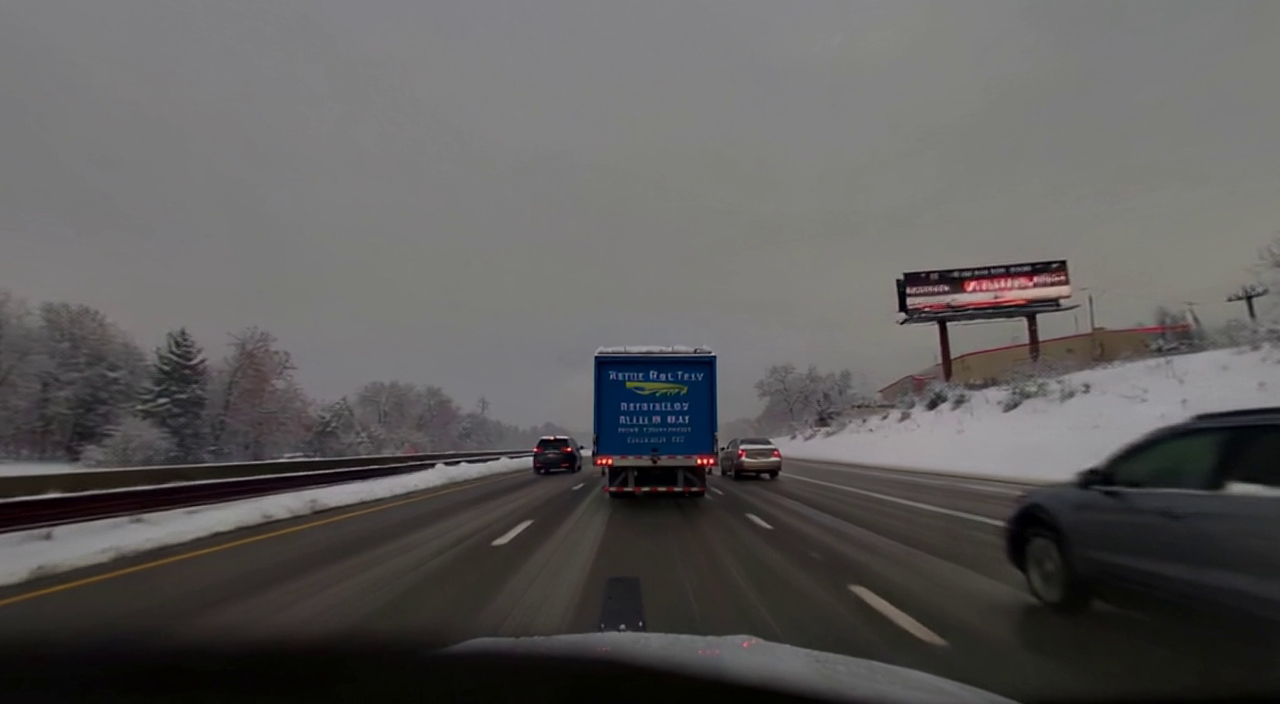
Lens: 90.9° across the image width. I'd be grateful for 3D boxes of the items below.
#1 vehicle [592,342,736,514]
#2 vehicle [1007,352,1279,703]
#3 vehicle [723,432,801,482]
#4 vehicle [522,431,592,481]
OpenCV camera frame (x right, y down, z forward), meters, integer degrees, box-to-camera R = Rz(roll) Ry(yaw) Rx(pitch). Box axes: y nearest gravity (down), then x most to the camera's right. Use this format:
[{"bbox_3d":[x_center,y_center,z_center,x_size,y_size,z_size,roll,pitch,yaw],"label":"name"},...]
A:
[{"bbox_3d":[0.542,2.048,16.470,2.733,3.296,8.571,0,-8,1],"label":"vehicle"},{"bbox_3d":[3.944,0.850,2.826,1.986,1.718,4.296,0,-8,0],"label":"vehicle"},{"bbox_3d":[4.440,3.894,23.709,2.066,1.692,4.339,0,-8,0],"label":"vehicle"},{"bbox_3d":[-3.140,4.054,24.902,2.030,1.757,4.509,-1,-8,2],"label":"vehicle"}]
